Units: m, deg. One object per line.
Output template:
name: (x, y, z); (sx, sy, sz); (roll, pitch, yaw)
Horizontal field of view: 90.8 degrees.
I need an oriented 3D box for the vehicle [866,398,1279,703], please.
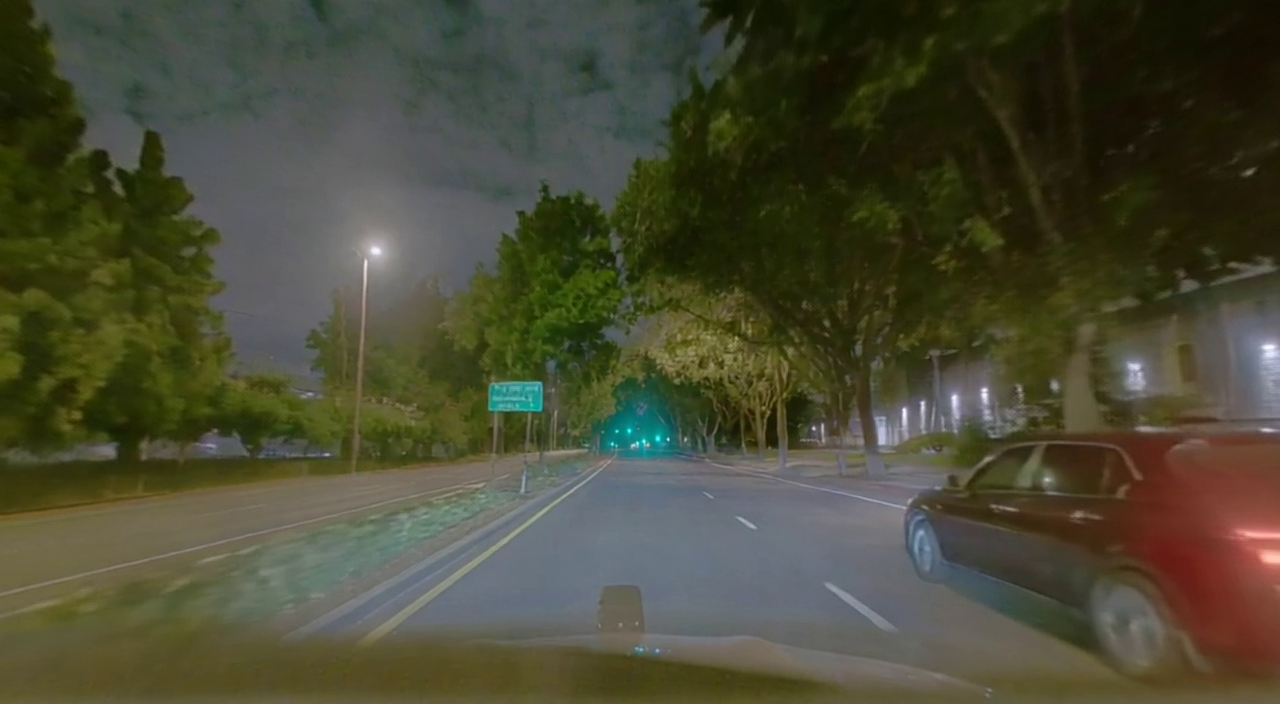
vehicle: (3.475, 1.268, 4.671); (1.985, 1.529, 4.316); (0, -8, 0)
